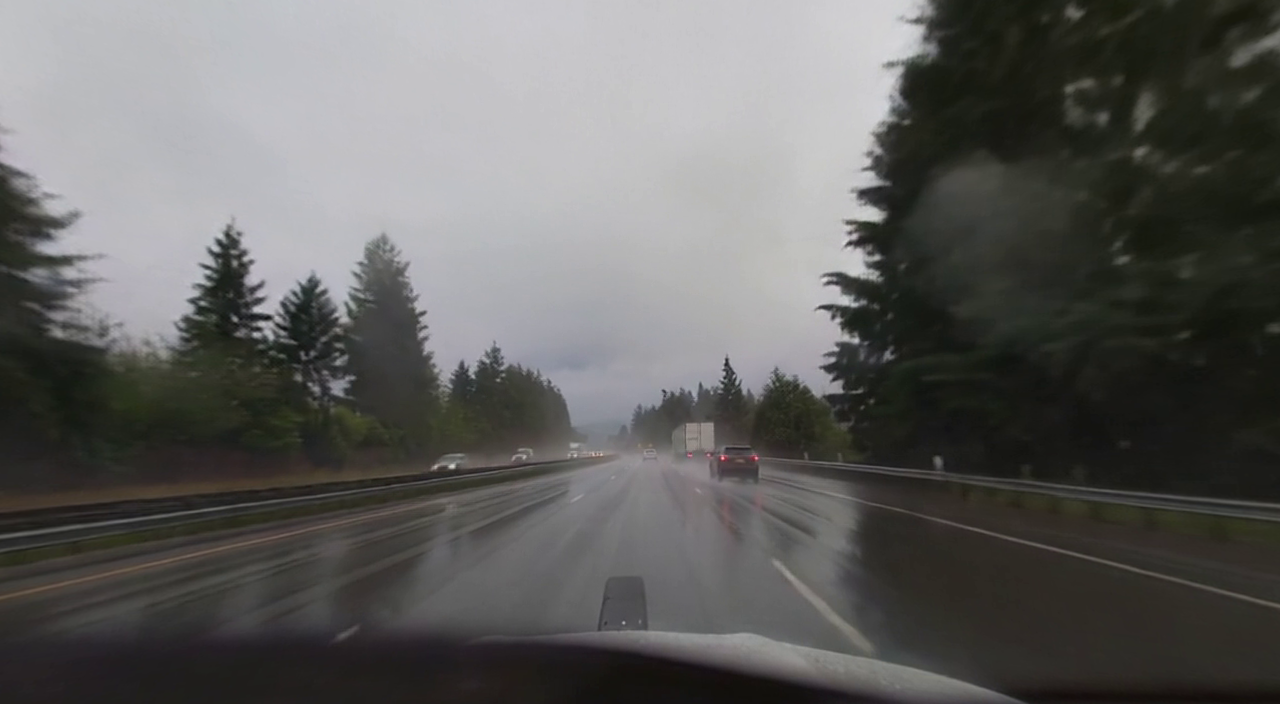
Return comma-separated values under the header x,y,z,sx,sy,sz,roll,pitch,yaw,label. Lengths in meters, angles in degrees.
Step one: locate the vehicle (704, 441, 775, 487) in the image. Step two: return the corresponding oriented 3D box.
x,y,z,sx,sy,sz,roll,pitch,yaw,label
3.831,4.403,25.068,2.096,1.653,4.185,0,-9,0,vehicle
